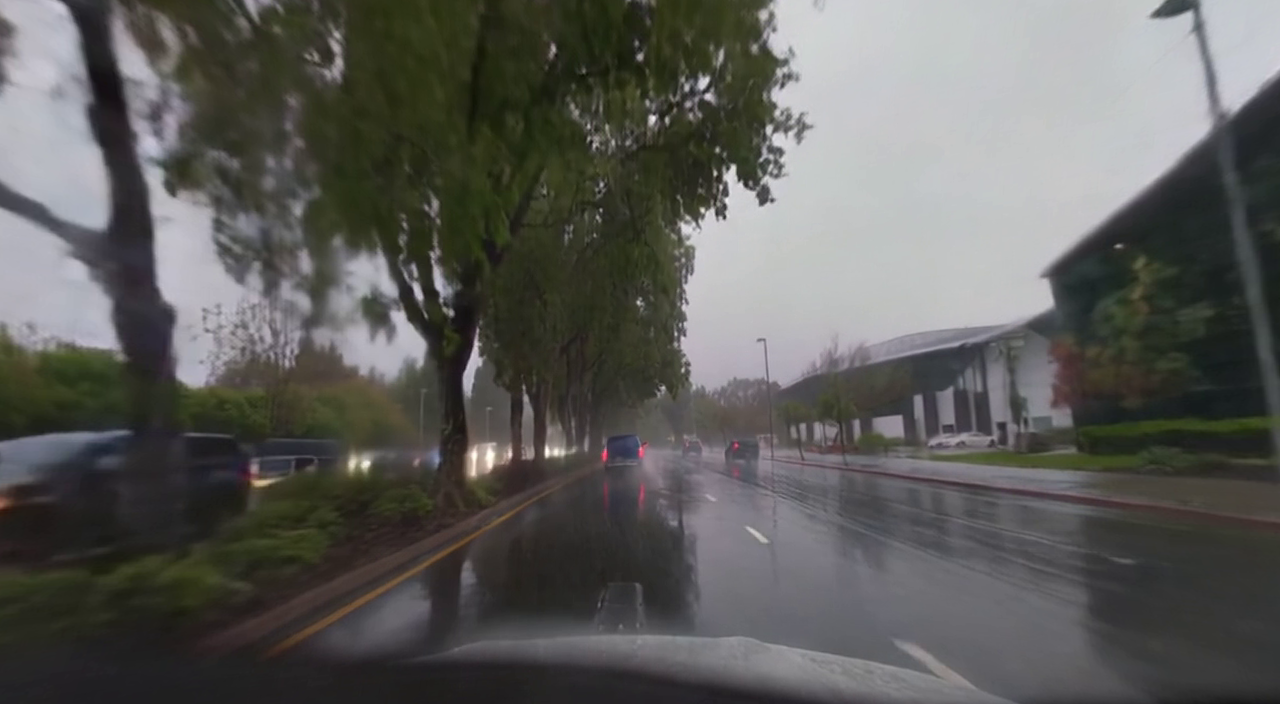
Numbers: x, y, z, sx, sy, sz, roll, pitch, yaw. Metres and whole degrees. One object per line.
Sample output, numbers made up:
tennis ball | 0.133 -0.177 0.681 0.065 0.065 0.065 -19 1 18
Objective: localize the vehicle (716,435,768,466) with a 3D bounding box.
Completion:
vehicle | 6.386 6.236 40.154 2.364 1.781 4.854 0 -8 -1

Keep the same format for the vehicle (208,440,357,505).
vehicle | -11.192 3.773 20.261 2.093 1.816 4.559 0 -8 0

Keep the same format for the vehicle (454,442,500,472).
vehicle | -11.674 7.506 45.541 2.082 1.824 4.840 -2 -7 -1

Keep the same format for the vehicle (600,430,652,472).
vehicle | -0.702 4.997 32.001 2.411 1.937 5.186 0 -8 -1

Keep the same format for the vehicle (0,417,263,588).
vehicle | -7.986 1.912 8.766 2.184 1.824 5.418 0 -8 0

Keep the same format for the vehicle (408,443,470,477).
vehicle | -11.536 6.200 36.615 2.042 1.822 4.913 0 -8 -1

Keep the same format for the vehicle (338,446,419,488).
vehicle | -11.564 5.089 28.274 1.899 1.607 4.297 -2 -8 -1
